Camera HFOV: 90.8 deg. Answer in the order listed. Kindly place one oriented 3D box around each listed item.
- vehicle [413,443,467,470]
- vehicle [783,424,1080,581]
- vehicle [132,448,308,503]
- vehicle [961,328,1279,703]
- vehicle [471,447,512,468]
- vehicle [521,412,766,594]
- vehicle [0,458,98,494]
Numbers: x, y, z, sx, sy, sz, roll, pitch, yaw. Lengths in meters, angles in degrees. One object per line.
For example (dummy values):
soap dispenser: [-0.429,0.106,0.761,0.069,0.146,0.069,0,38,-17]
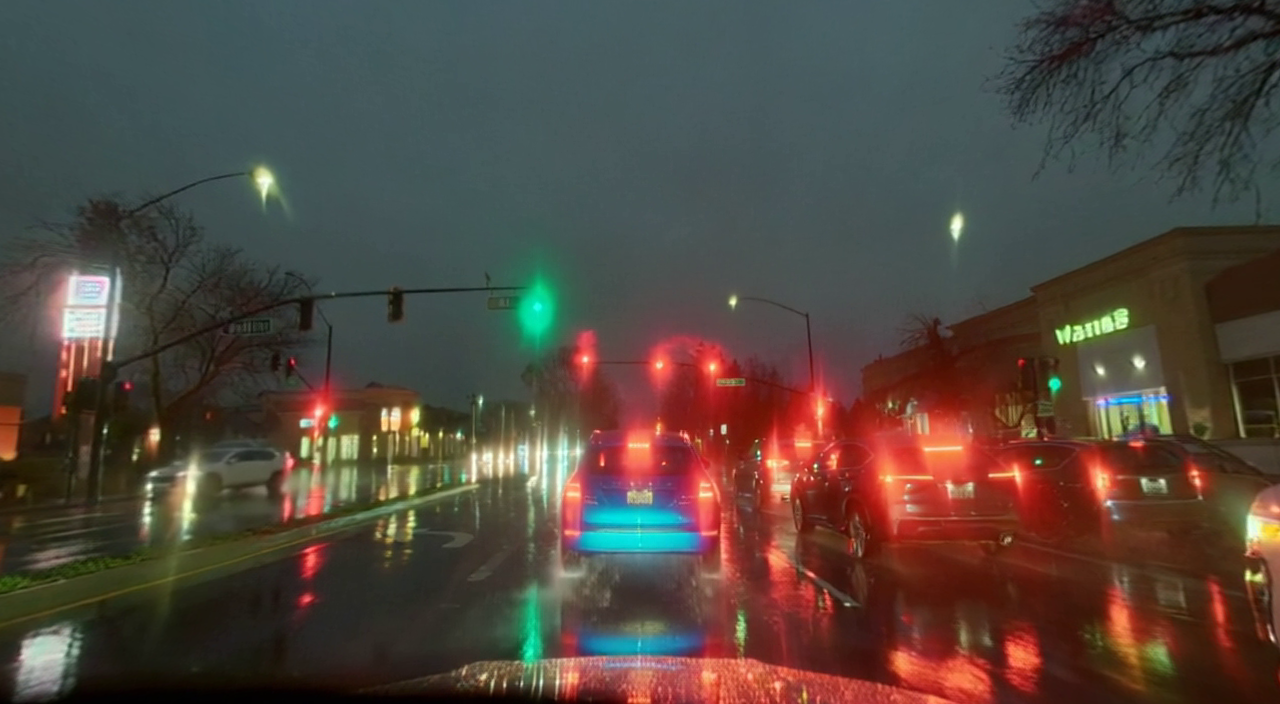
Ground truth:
vehicle: [-15.076,7.889,48.044,2.395,1.903,4.860,-1,-9,2]
vehicle: [3.321,1.780,8.293,1.865,1.496,4.170,0,-9,0]
vehicle: [-13.927,4.046,21.218,2.269,1.604,4.265,-6,-10,31]
vehicle: [2.984,0.708,1.568,2.075,1.661,4.401,0,-9,1]
vehicle: [-11.273,7.999,48.248,2.099,1.478,4.411,0,-9,0]
vehicle: [0.006,1.617,7.514,2.154,1.577,3.723,0,-9,-1]
vehicle: [-27.235,5.493,28.062,4.285,1.427,1.883,3,-9,-23]
